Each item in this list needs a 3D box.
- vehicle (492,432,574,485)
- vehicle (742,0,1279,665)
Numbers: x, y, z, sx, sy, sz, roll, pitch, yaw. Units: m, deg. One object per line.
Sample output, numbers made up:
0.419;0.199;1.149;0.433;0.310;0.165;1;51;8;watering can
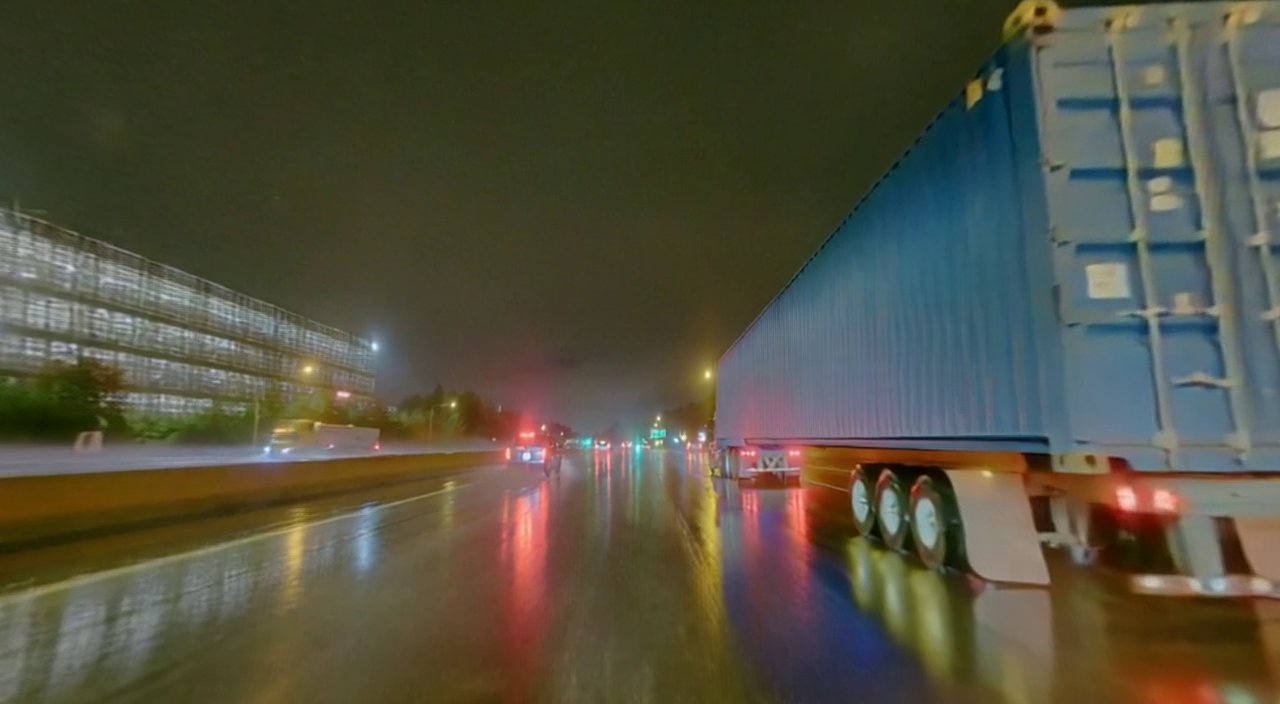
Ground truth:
-3.350;3.413;20.463;1.954;1.528;4.010;0;-9;0;vehicle
4.112;0.563;10.092;2.893;3.992;13.605;0;-8;1;vehicle
